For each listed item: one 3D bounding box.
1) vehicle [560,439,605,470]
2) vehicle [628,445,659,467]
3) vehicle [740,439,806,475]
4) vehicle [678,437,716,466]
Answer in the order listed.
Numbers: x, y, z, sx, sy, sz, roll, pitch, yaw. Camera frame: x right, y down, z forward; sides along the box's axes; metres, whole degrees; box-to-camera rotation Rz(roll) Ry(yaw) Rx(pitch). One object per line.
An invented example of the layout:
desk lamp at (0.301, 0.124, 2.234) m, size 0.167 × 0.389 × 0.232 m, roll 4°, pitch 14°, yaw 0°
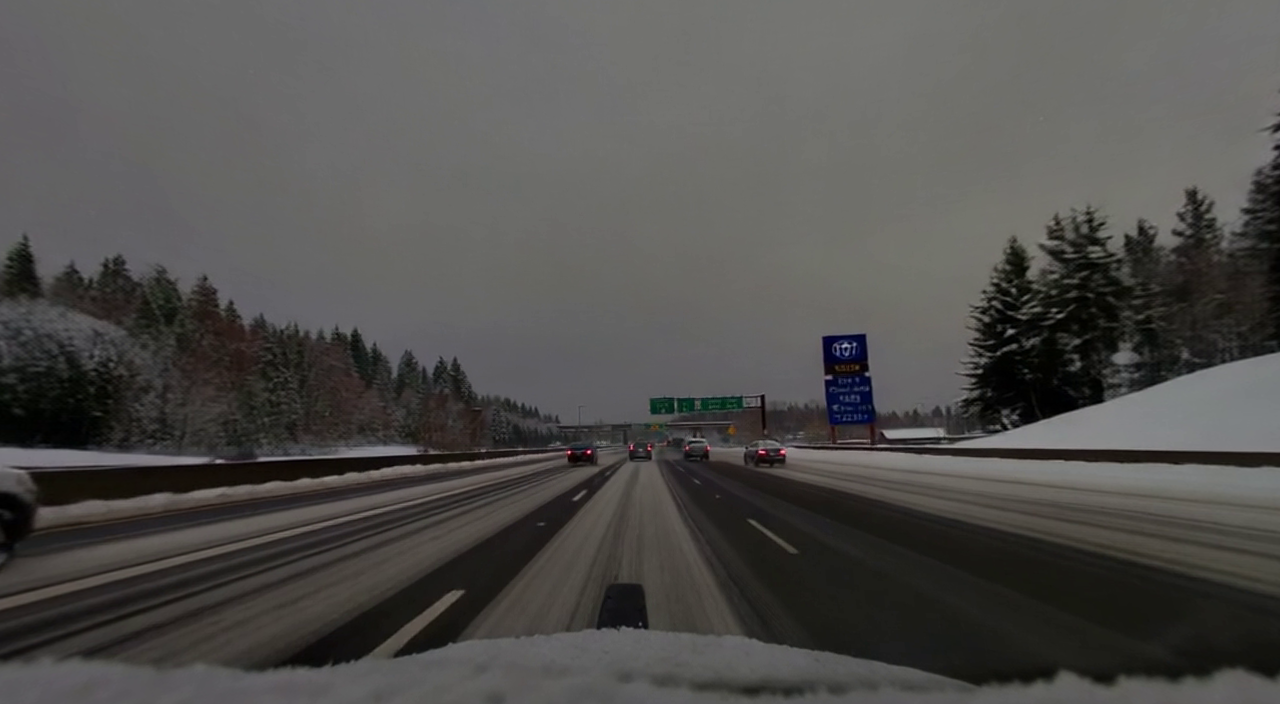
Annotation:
vehicle at (-3.412, 6.186, 38.377) m, size 2.118 × 1.750 × 4.875 m, roll 0°, pitch -8°, yaw 1°
vehicle at (0.297, 7.379, 44.838) m, size 2.050 × 1.452 × 3.917 m, roll -1°, pitch -8°, yaw 2°
vehicle at (6.669, 5.298, 32.120) m, size 2.196 × 1.659 × 4.451 m, roll 0°, pitch -8°, yaw -2°
vehicle at (4.103, 7.293, 46.328) m, size 2.348 × 1.991 × 5.460 m, roll 0°, pitch -8°, yaw 0°
